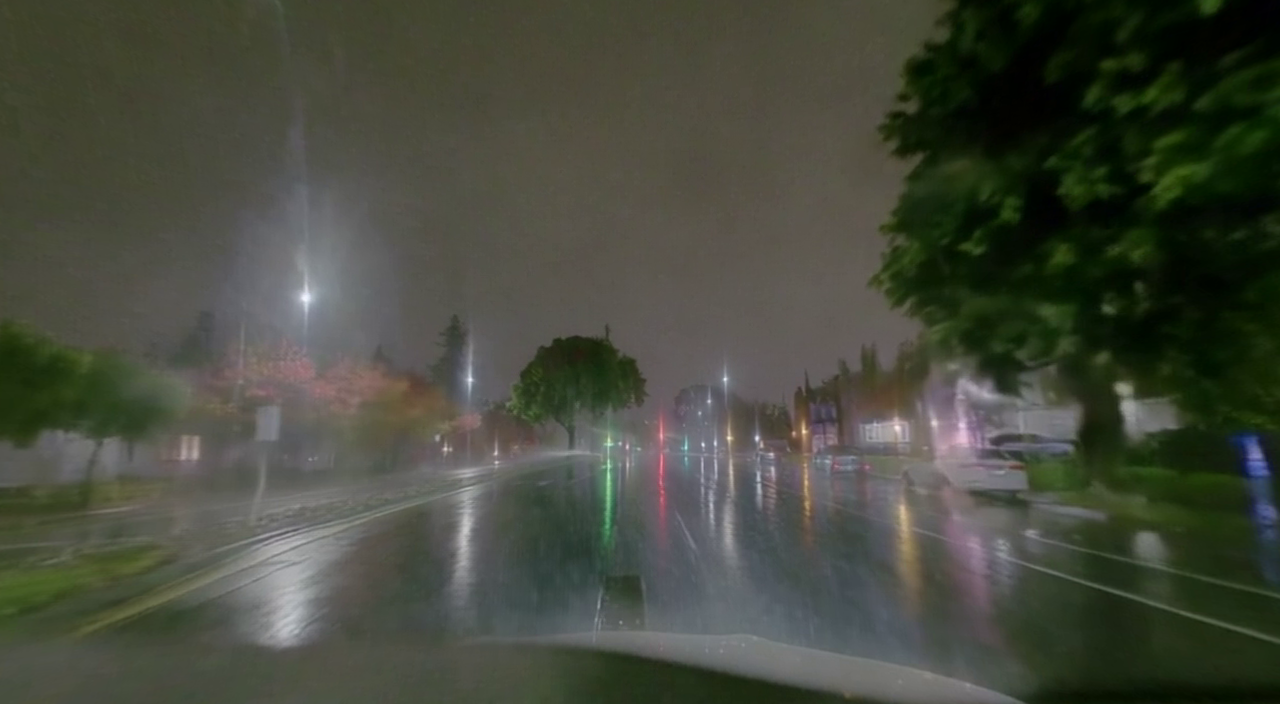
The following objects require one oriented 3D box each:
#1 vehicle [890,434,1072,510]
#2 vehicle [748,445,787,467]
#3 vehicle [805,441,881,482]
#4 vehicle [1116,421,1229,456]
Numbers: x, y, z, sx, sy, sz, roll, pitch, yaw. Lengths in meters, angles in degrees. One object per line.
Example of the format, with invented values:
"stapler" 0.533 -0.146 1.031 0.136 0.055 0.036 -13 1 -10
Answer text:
"vehicle" 8.750 3.098 16.869 2.192 1.714 4.885 0 -9 1
"vehicle" 9.510 7.754 47.440 2.076 1.547 4.398 0 -9 1
"vehicle" 9.164 4.960 28.960 1.990 1.728 4.597 0 -9 1
"vehicle" 25.923 4.291 30.976 1.878 1.581 4.259 0 -9 2
